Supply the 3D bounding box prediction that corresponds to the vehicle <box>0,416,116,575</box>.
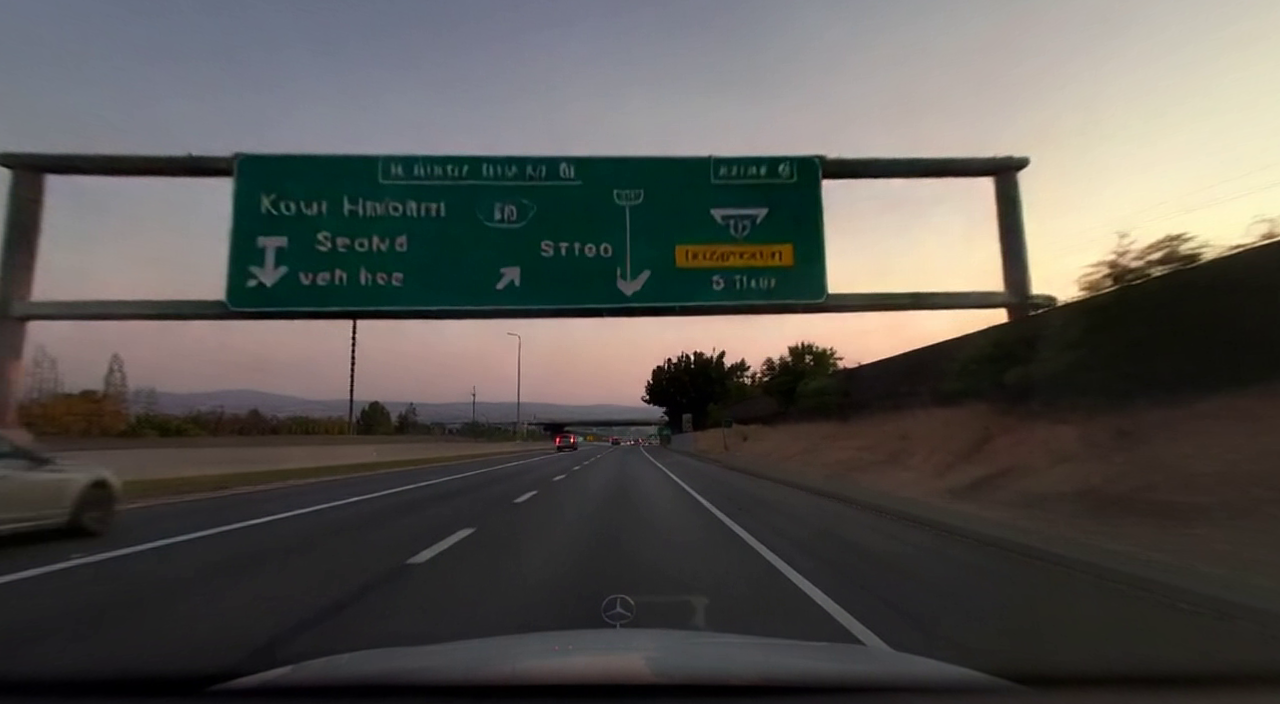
[{"bbox_3d":[-7.527,1.357,5.606,1.985,1.614,4.293,0,-8,0],"label":"vehicle"}]
